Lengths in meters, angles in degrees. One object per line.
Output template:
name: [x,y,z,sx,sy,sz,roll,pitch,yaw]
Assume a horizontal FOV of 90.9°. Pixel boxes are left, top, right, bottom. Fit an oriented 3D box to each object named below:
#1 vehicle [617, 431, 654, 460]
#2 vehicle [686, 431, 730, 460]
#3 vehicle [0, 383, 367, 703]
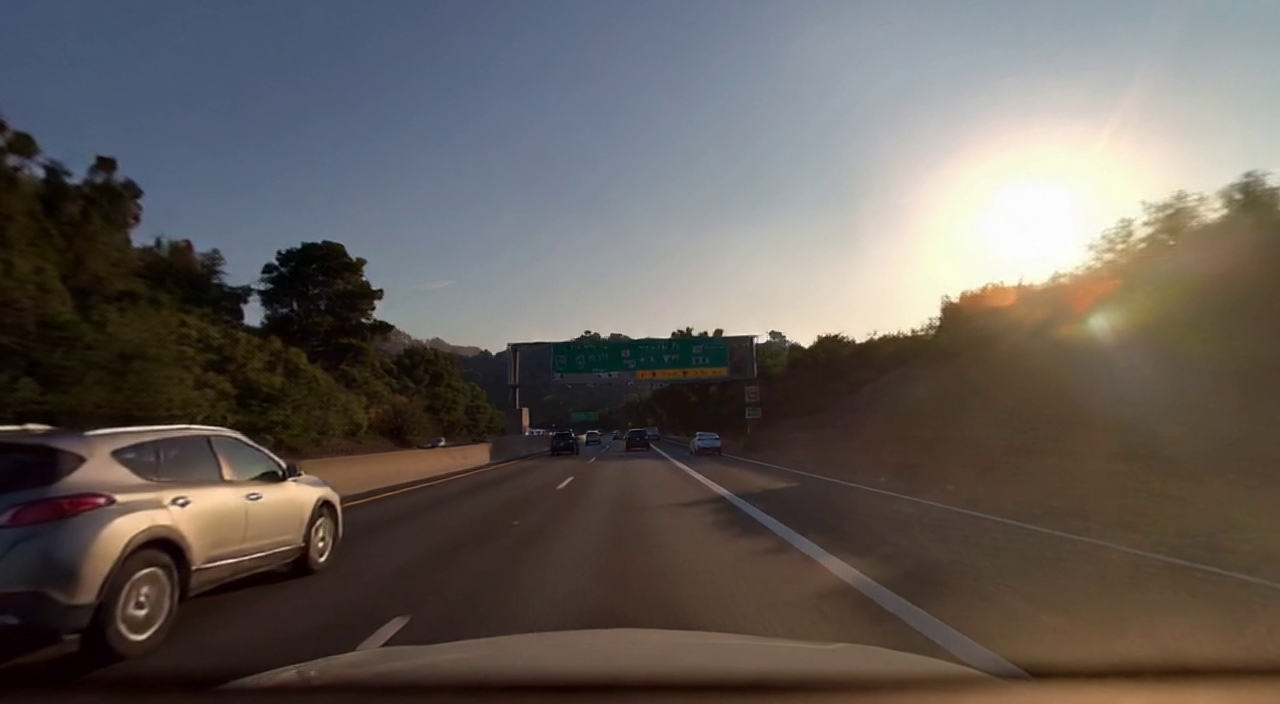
vehicle: [-0.273,4.931,33.510,1.869,1.466,3.356,0,-8,-1]
vehicle: [3.701,5.122,34.857,1.841,1.491,3.869,0,-8,-2]
vehicle: [-3.969,1.108,4.418,2.023,1.512,4.804,0,-8,-1]
